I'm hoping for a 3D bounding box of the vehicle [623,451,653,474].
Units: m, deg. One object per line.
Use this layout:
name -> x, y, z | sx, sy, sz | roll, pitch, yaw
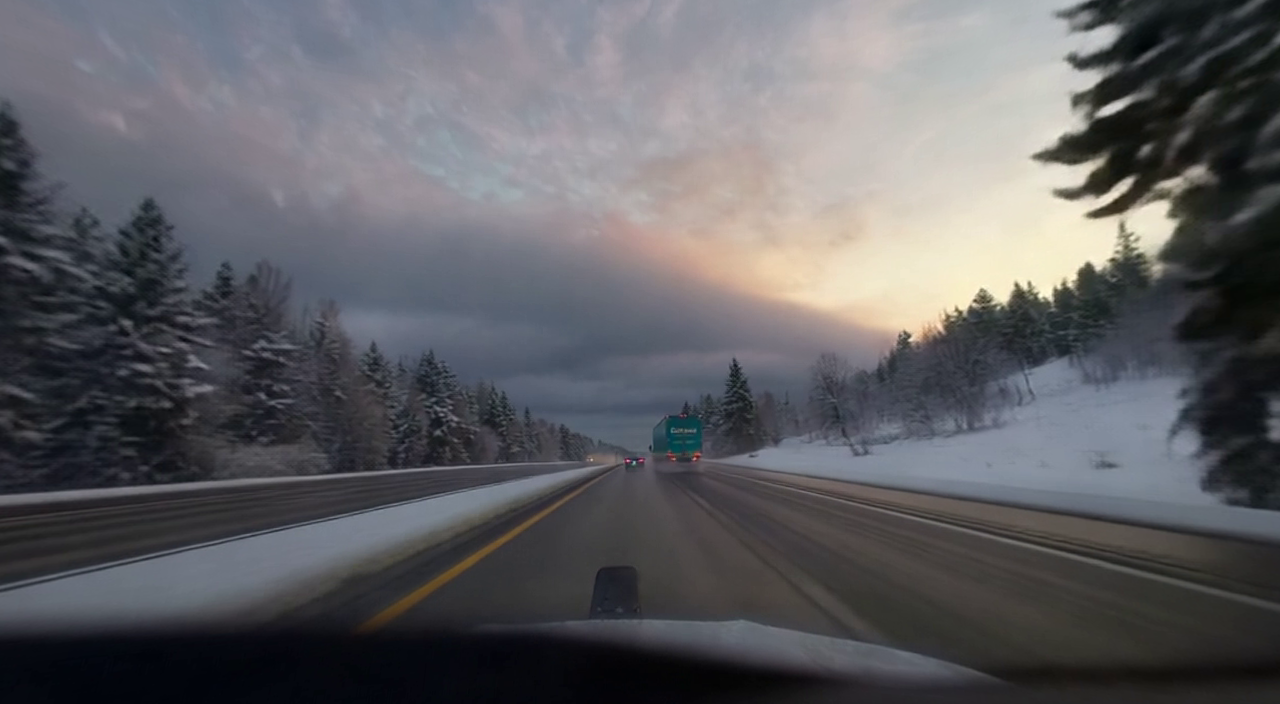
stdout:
vehicle -> -0.124, 7.788, 44.674 | 2.057, 1.528, 3.958 | -1, -9, 0
